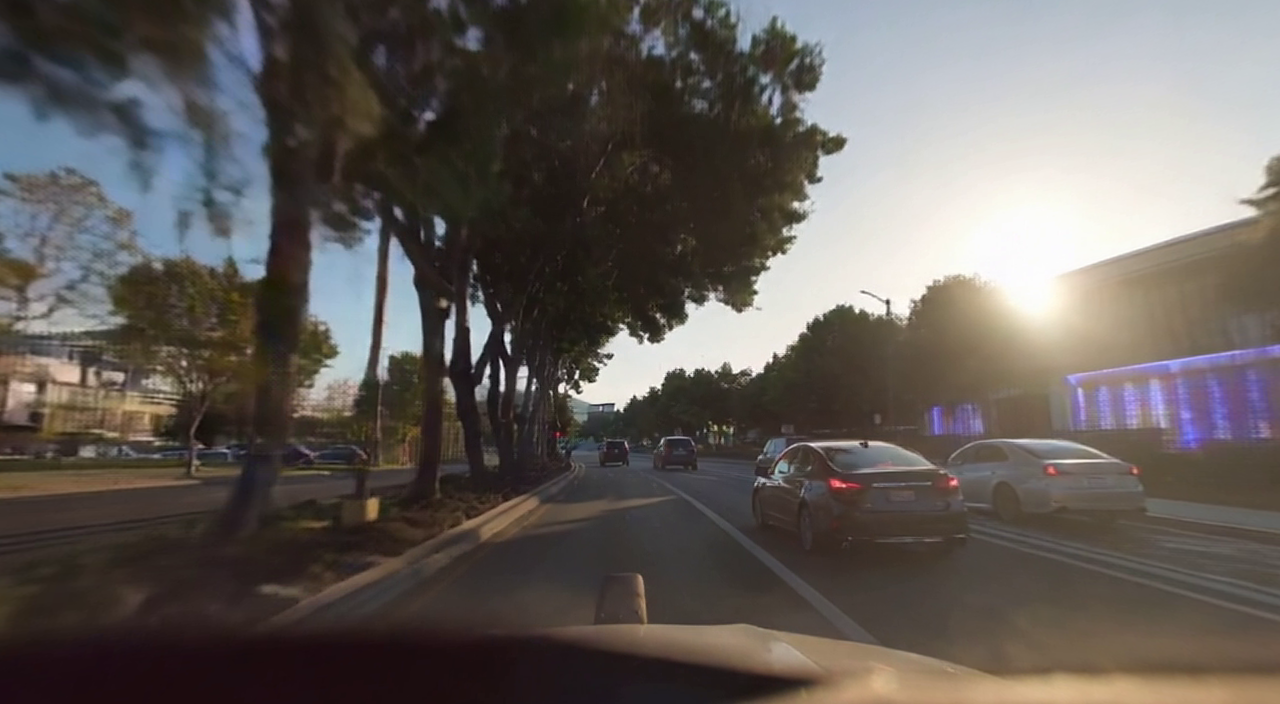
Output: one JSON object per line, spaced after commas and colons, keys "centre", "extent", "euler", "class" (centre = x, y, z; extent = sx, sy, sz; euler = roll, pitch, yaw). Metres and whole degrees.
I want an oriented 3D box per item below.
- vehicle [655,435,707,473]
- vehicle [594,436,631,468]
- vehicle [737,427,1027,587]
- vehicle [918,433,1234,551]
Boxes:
{"centre": [1.993, 5.117, 31.809], "extent": [2.000, 1.745, 4.206], "euler": [0, -8, -4], "class": "vehicle"}
{"centre": [-1.719, 5.975, 37.853], "extent": [2.051, 1.798, 4.168], "euler": [0, -8, -5], "class": "vehicle"}
{"centre": [2.580, 1.749, 8.011], "extent": [1.883, 1.452, 4.258], "euler": [0, -8, -2], "class": "vehicle"}
{"centre": [6.497, 2.088, 10.161], "extent": [1.917, 1.457, 4.274], "euler": [0, -8, -2], "class": "vehicle"}
